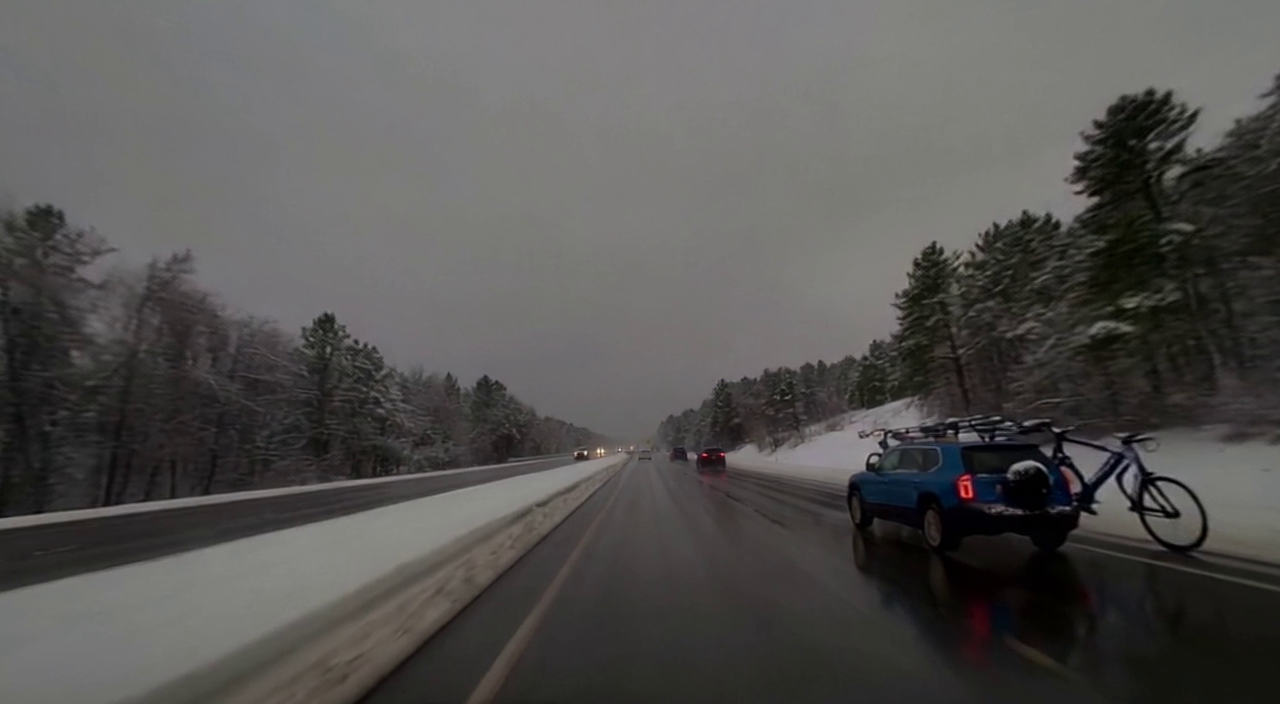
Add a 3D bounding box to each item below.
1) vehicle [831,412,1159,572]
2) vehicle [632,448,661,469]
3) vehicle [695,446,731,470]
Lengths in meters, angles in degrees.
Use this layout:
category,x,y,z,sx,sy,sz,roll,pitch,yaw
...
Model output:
category,x,y,z,sx,sy,sz,roll,pitch,yaw
vehicle,4.238,1.744,8.514,1.978,1.604,4.128,0,-9,0
vehicle,0.467,7.797,46.266,1.991,1.459,3.769,0,-9,0
vehicle,4.955,7.300,43.481,1.964,1.513,3.707,0,-9,-1
